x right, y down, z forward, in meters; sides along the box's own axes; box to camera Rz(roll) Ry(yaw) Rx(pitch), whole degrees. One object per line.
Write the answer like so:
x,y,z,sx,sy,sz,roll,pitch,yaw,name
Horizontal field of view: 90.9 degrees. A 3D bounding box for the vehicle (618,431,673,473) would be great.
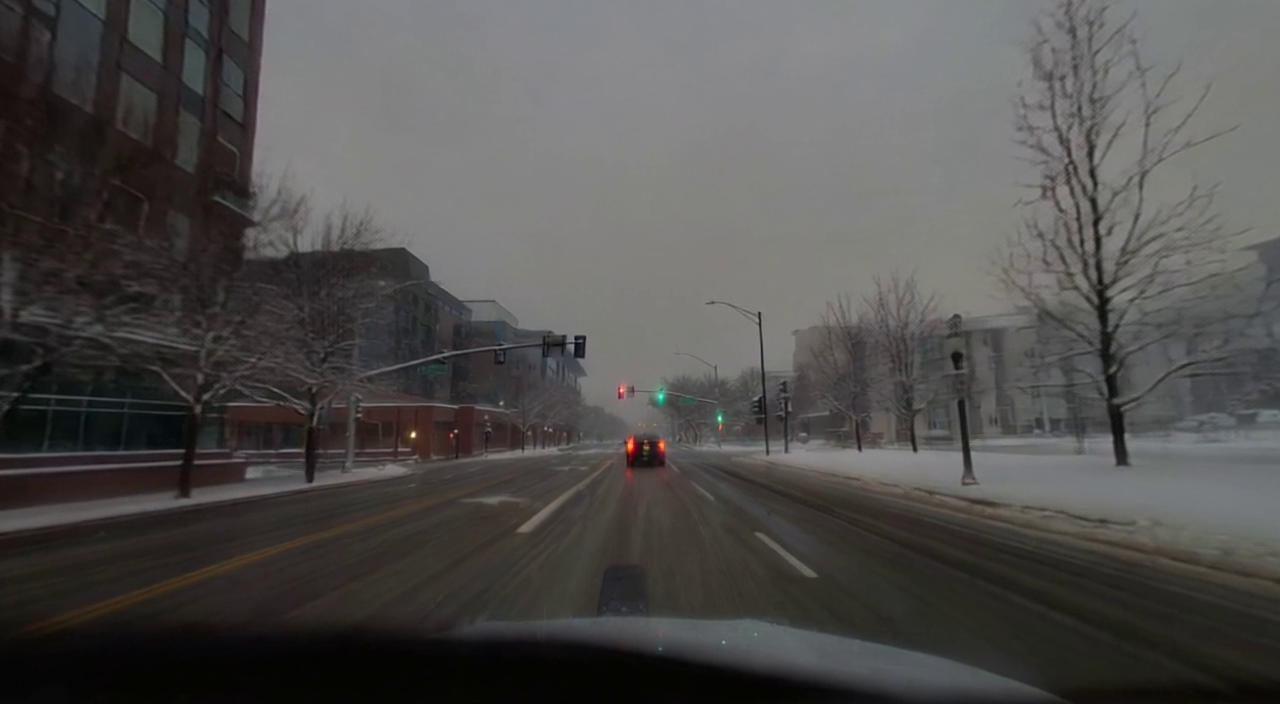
0.200,4.220,26.854,2.184,1.640,4.086,0,-8,-1,vehicle
